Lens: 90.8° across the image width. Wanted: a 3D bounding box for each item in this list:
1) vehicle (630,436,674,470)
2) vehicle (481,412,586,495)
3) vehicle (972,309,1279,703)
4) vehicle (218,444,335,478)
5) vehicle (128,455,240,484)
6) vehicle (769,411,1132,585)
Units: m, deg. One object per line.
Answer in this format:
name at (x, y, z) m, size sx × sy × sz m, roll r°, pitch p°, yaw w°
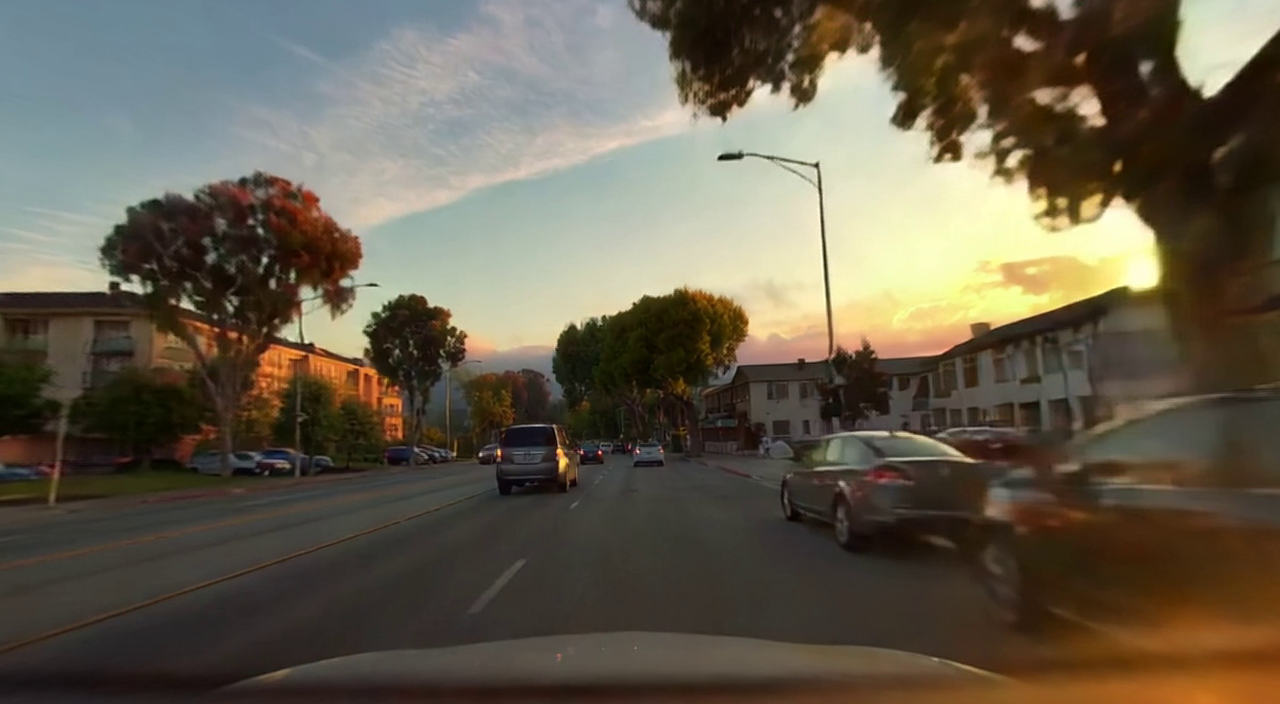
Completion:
vehicle at (0.580, 5.254, 33.020) m, size 2.126 × 1.657 × 4.132 m, roll 0°, pitch -8°, yaw 0°
vehicle at (-2.946, 2.993, 18.851) m, size 2.213 × 2.123 × 5.124 m, roll 0°, pitch -8°, yaw 0°
vehicle at (3.718, 0.744, 2.531) m, size 2.090 × 1.861 × 4.805 m, roll 0°, pitch -8°, yaw -1°
vehicle at (-24.035, 7.199, 41.948) m, size 6.055 × 2.148 × 2.690 m, roll 0°, pitch -8°, yaw -1°
vehicle at (-26.479, 6.796, 36.779) m, size 4.926 × 1.571 × 1.941 m, roll 0°, pitch -8°, yaw -1°
vehicle at (3.513, 1.770, 8.705) m, size 2.049 × 1.631 × 5.292 m, roll 0°, pitch -8°, yaw -4°
